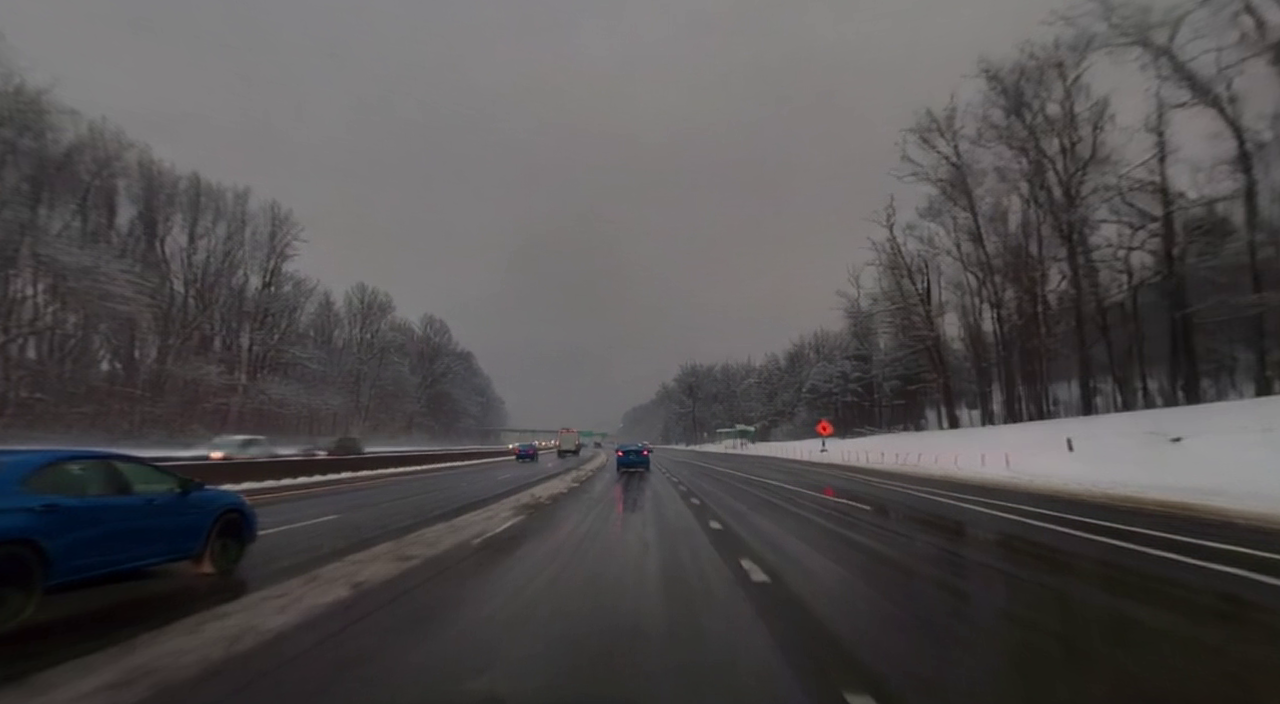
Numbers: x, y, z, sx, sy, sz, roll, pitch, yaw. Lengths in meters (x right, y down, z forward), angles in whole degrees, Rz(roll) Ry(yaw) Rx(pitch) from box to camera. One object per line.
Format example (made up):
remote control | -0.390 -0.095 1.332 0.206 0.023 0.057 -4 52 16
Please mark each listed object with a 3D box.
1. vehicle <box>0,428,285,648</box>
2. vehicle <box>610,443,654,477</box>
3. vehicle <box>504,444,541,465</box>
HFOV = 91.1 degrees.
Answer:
vehicle | -5.144 1.345 4.992 2.001 1.415 4.360 0 -8 2
vehicle | -0.364 5.125 30.189 1.963 1.462 4.681 0 -8 0
vehicle | -8.604 7.540 46.327 1.946 1.472 4.472 0 -8 0
